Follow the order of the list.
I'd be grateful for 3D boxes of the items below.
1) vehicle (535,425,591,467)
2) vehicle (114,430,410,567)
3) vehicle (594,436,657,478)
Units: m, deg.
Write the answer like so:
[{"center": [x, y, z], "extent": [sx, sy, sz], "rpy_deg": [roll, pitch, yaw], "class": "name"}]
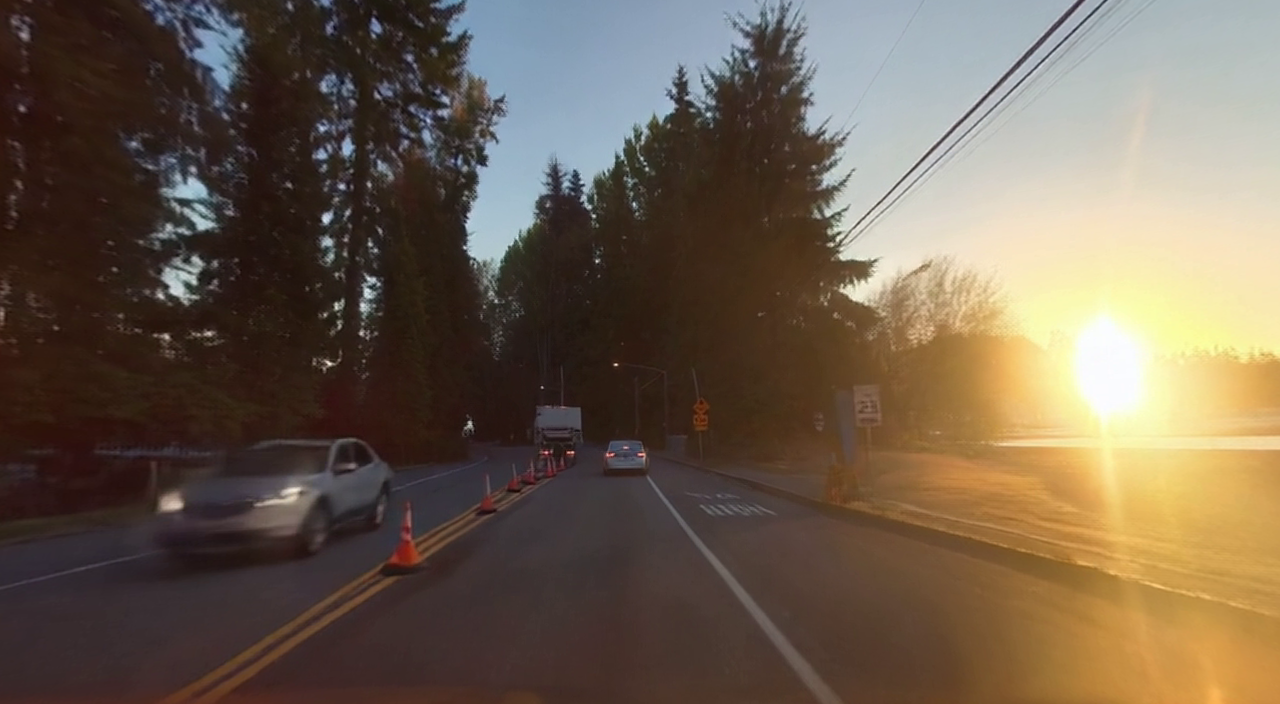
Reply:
[{"center": [-4.074, 5.021, 33.814], "extent": [2.671, 2.053, 6.074], "rpy_deg": [1, -8, -6], "class": "vehicle"}, {"center": [-4.962, 1.931, 9.161], "extent": [2.019, 1.492, 4.091], "rpy_deg": [1, -8, -5], "class": "vehicle"}, {"center": [-0.583, 4.001, 24.287], "extent": [2.186, 1.463, 4.356], "rpy_deg": [0, -8, -2], "class": "vehicle"}]
